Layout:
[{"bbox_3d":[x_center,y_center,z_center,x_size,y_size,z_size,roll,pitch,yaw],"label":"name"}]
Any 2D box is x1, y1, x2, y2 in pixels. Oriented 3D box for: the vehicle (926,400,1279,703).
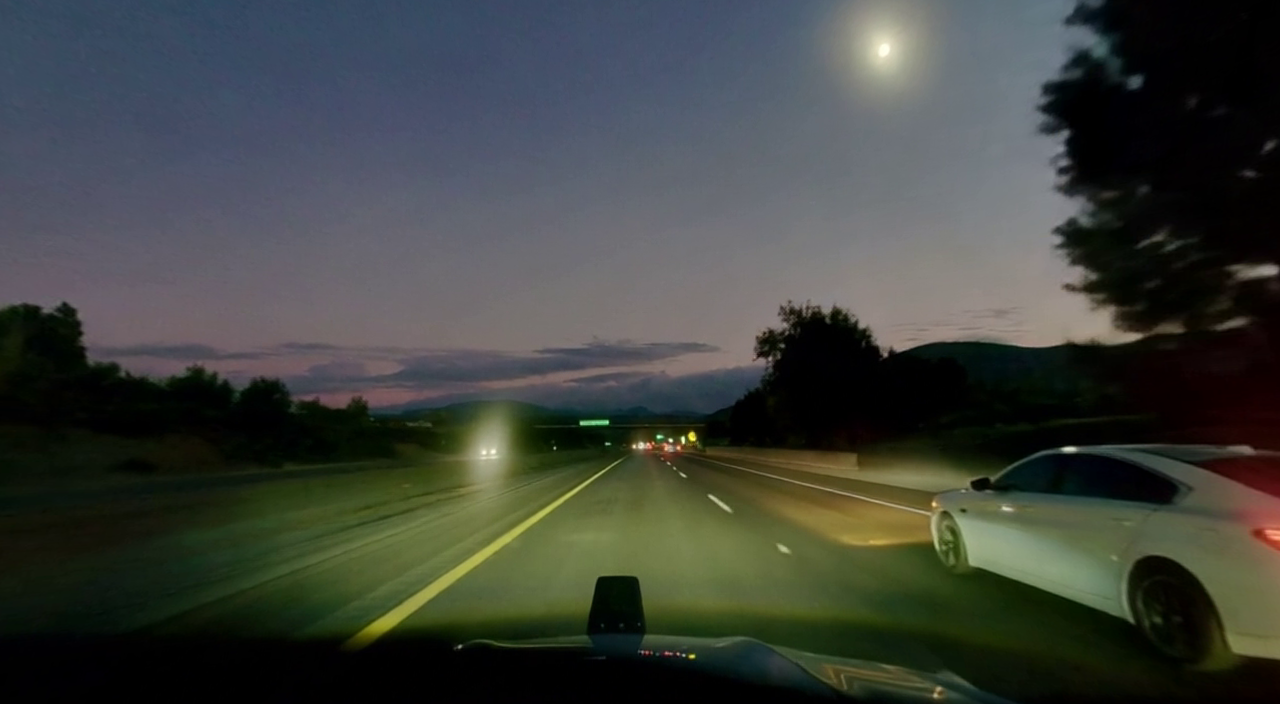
[{"bbox_3d":[4.019,1.137,4.123,2.027,1.487,4.718,0,-8,-1],"label":"vehicle"}]
